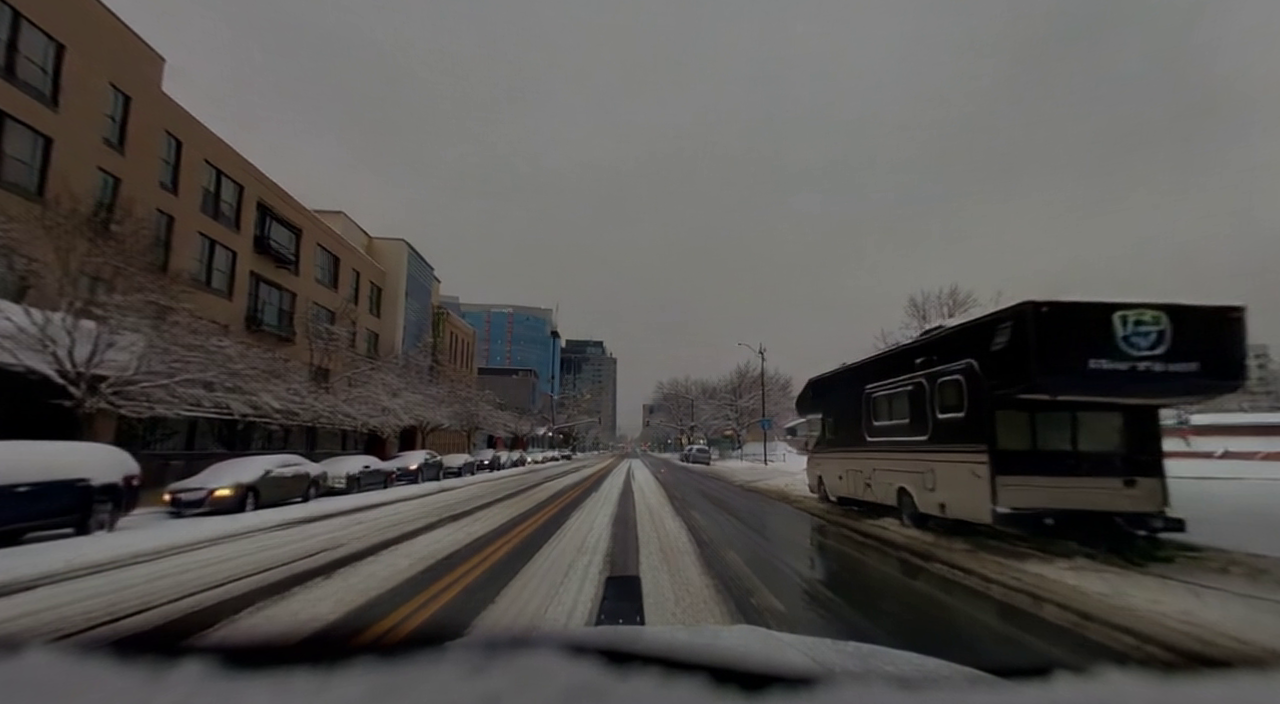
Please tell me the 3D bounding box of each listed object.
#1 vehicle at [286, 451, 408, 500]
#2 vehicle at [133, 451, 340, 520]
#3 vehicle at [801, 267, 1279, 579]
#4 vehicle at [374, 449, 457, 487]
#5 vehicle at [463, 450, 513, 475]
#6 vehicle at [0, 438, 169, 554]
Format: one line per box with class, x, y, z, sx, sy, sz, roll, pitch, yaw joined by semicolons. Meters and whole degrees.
vehicle;-10.040;4.240;22.188;1.959;1.451;4.990;0;-8;-1
vehicle;-9.999;3.311;16.302;2.078;1.427;4.900;0;-8;0
vehicle;6.057;1.460;11.954;3.102;3.473;9.734;0;-8;-2
vehicle;-10.037;5.198;28.662;1.918;1.535;4.834;0;-8;1
vehicle;-10.133;7.373;42.530;1.995;1.564;5.321;0;-8;0
vehicle;-9.998;2.113;9.559;2.276;1.597;4.421;0;-9;0
